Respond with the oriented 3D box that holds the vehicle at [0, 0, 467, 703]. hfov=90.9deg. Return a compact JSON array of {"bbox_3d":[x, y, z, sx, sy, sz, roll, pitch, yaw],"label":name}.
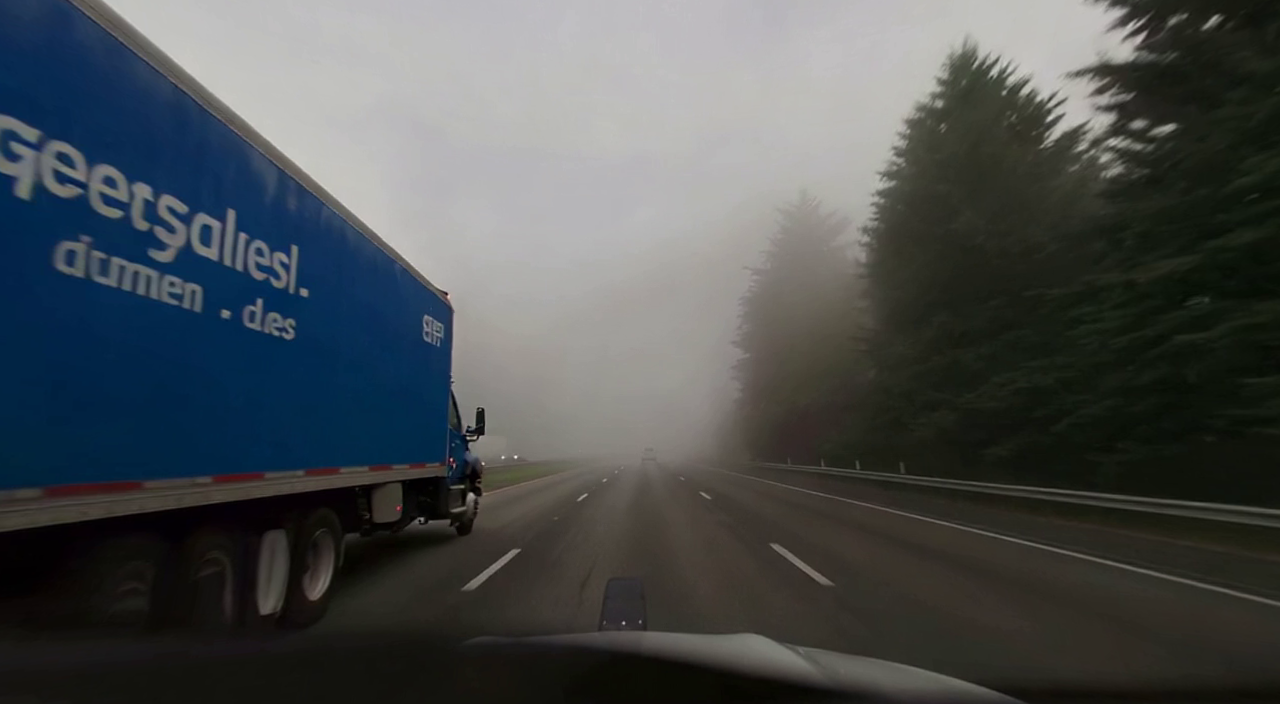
[{"bbox_3d":[-3.501,0.411,4.036,2.695,3.151,6.885,0,-9,1],"label":"vehicle"}]
